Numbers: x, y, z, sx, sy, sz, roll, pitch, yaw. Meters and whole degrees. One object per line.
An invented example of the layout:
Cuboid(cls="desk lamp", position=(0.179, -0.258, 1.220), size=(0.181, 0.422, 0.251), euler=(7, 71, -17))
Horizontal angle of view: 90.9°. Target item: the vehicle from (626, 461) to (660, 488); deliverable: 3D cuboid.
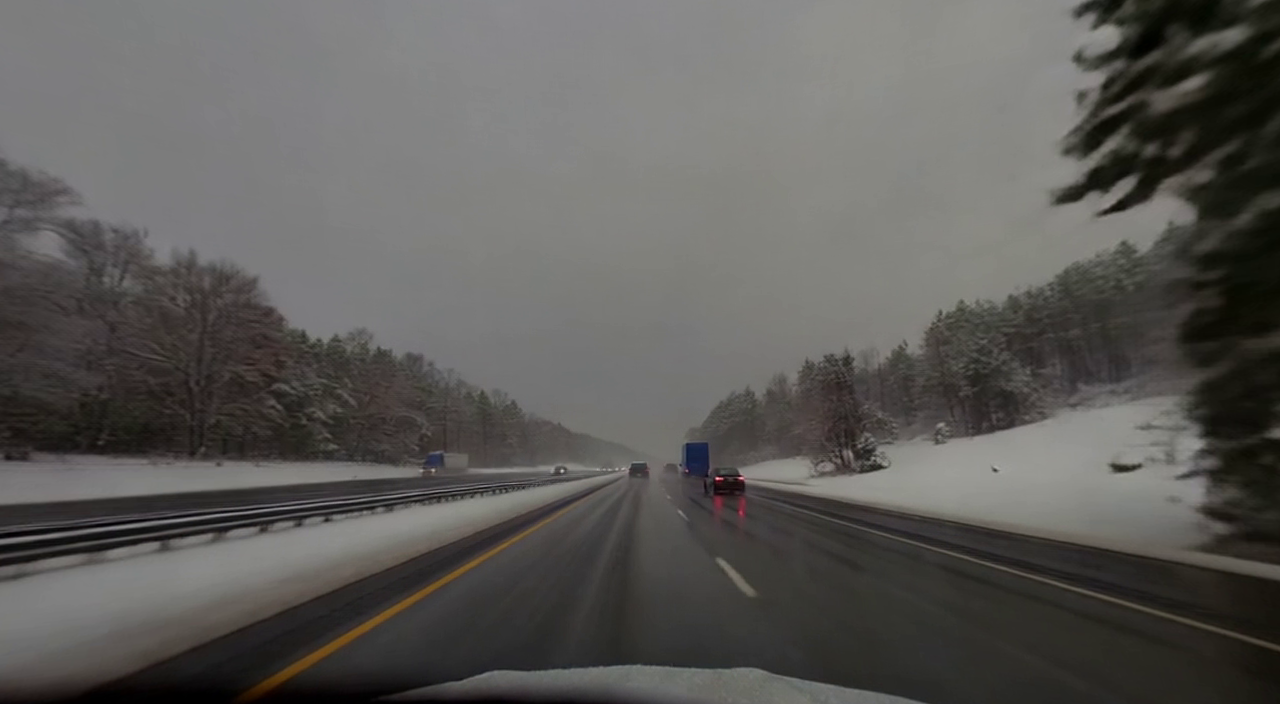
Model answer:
Cuboid(cls="vehicle", position=(0.248, 8.549, 43.982), size=(2.212, 1.717, 4.452), euler=(0, -10, 1))

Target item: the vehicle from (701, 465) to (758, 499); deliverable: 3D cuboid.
Cuboid(cls="vehicle", position=(4.410, 6.500, 31.863), size=(2.073, 1.532, 4.969), euler=(1, -10, -1))
